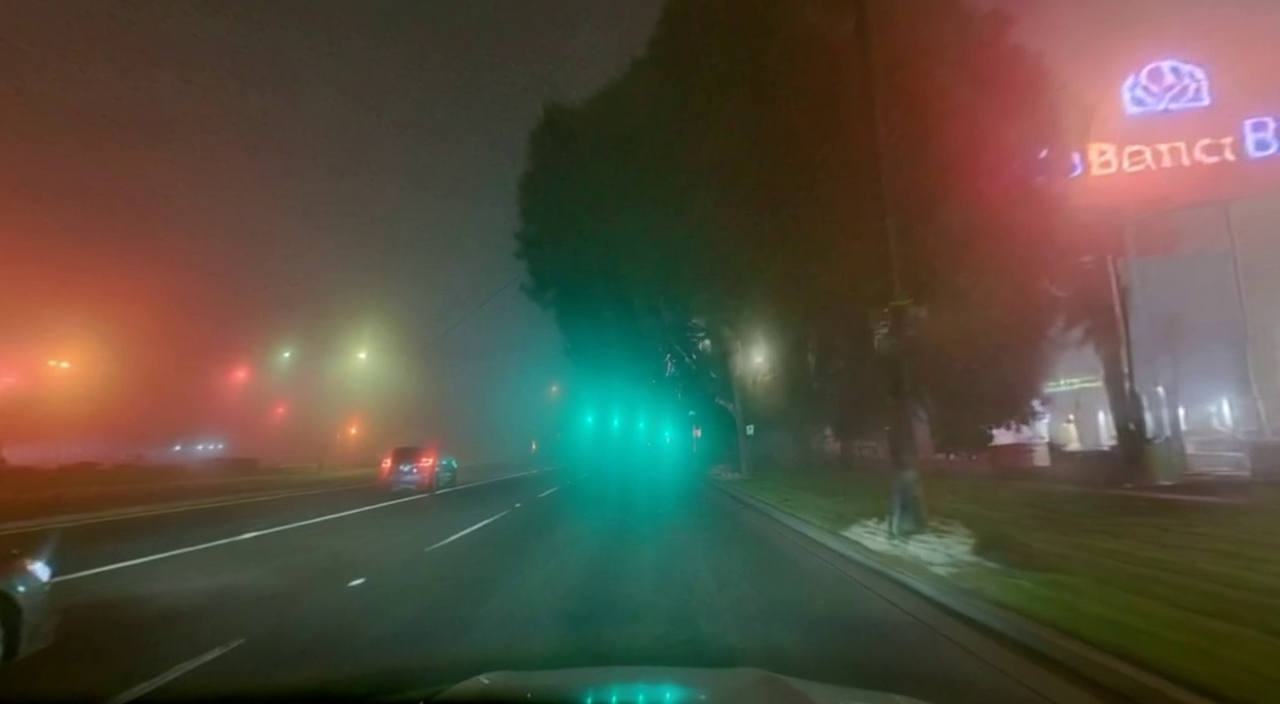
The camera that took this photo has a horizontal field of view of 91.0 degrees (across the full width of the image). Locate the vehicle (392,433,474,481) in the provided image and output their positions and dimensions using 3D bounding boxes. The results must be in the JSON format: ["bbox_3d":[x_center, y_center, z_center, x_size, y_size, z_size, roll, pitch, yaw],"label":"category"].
[{"bbox_3d":[-8.623,4.399,26.655,2.136,1.844,4.363,1,-8,-3],"label":"vehicle"}]

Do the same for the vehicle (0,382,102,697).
[{"bbox_3d":[-4.415,0.767,1.799,2.041,1.666,4.182,0,-8,-1],"label":"vehicle"}]
